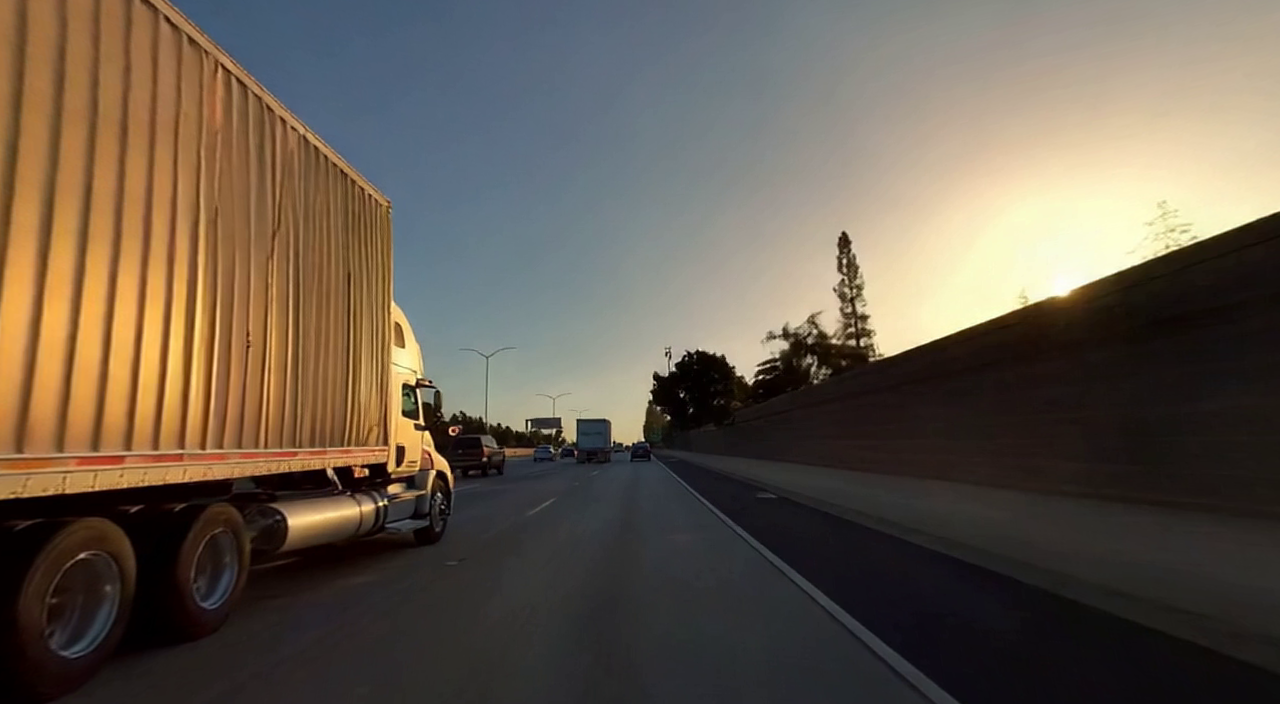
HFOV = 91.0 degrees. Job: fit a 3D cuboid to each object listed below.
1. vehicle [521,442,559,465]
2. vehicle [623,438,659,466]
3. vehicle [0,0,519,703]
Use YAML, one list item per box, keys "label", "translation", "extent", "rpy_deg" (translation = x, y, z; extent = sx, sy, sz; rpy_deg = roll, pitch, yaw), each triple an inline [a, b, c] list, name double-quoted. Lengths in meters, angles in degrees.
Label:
- label: "vehicle"
  translation: [-6.960, 7.106, 44.223]
  extent: [1.962, 1.489, 4.002]
  rpy_deg: [0, -8, 1]
- label: "vehicle"
  translation: [0.068, 6.376, 40.182]
  extent: [2.178, 1.640, 4.071]
  rpy_deg: [0, -8, 1]
- label: "vehicle"
  translation: [-3.709, 0.605, 6.244]
  extent: [3.025, 3.266, 9.256]
  rpy_deg: [0, -8, 1]
